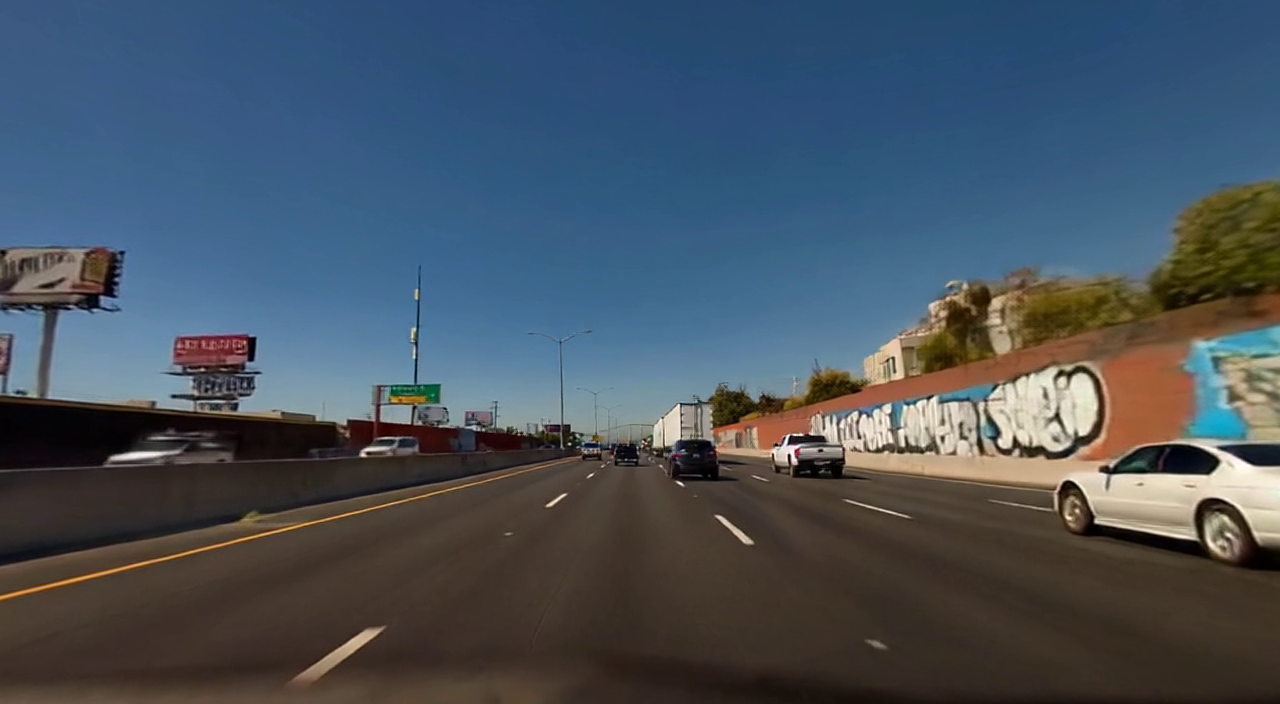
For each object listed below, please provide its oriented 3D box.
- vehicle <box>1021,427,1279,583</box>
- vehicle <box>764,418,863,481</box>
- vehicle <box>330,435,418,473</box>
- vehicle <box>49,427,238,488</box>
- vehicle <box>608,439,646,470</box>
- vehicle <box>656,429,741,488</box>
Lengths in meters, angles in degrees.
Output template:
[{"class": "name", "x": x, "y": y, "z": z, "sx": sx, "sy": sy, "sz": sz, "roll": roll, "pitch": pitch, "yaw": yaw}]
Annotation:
[{"class": "vehicle", "x": 7.058, "y": 1.703, "z": 7.637, "sx": 1.915, "sy": 1.476, "sz": 4.677, "roll": 0, "pitch": -9, "yaw": -1}, {"class": "vehicle", "x": 7.174, "y": 4.152, "z": 27.058, "sx": 2.322, "sy": 2.360, "sz": 6.433, "roll": 0, "pitch": -9, "yaw": -1}, {"class": "vehicle", "x": -13.025, "y": 5.039, "z": 31.350, "sx": 2.309, "sy": 1.726, "sz": 4.818, "roll": 0, "pitch": -9, "yaw": -1}, {"class": "vehicle", "x": -17.379, "y": 3.746, "z": 22.637, "sx": 2.272, "sy": 1.893, "sz": 5.579, "roll": 0, "pitch": -9, "yaw": -1}, {"class": "vehicle", "x": -0.755, "y": 5.905, "z": 36.493, "sx": 2.073, "sy": 1.640, "sz": 3.990, "roll": 0, "pitch": -9, "yaw": -1}, {"class": "vehicle", "x": 1.927, "y": 3.778, "z": 22.697, "sx": 2.249, "sy": 1.843, "sz": 5.176, "roll": 0, "pitch": -9, "yaw": -4}]
